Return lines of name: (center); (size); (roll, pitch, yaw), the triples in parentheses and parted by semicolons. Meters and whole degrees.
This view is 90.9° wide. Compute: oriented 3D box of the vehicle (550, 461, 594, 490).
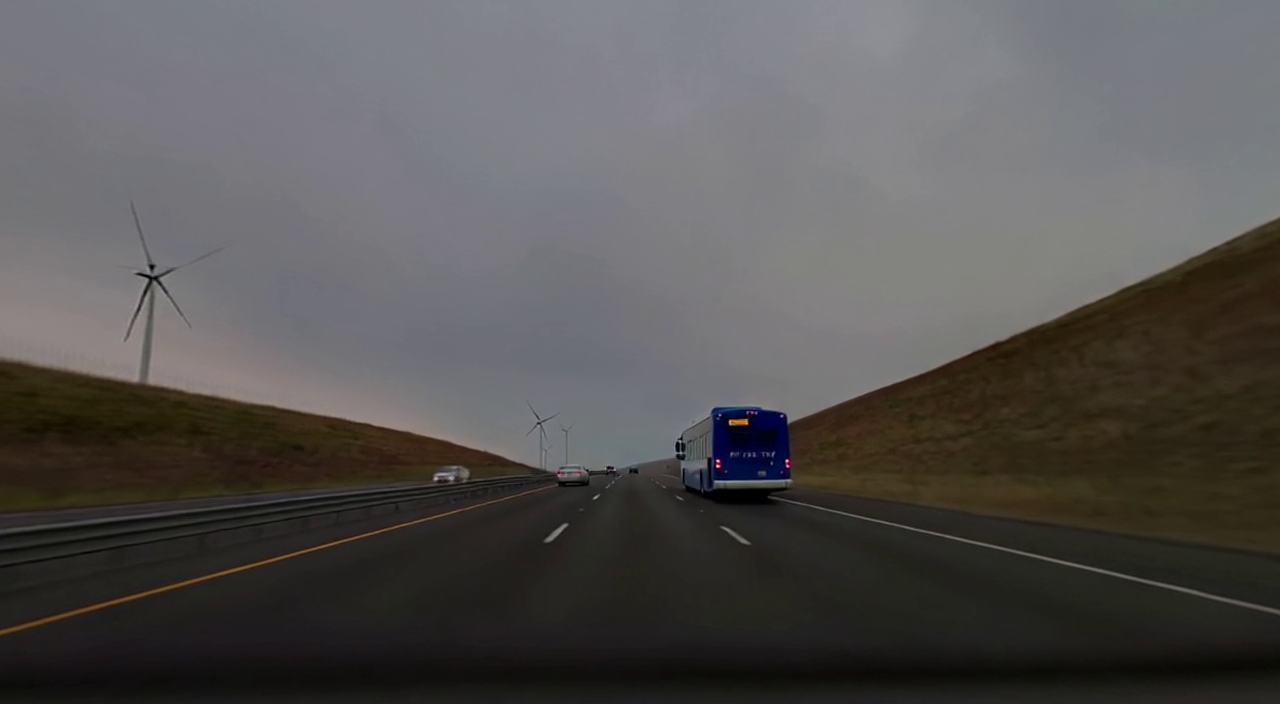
vehicle: (-4.012, 7.432, 38.040); (2.213, 1.568, 4.274); (1, -10, -1)

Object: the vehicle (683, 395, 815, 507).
vehicle: (3.985, 4.493, 27.529); (2.941, 3.574, 14.463); (1, -10, -1)
